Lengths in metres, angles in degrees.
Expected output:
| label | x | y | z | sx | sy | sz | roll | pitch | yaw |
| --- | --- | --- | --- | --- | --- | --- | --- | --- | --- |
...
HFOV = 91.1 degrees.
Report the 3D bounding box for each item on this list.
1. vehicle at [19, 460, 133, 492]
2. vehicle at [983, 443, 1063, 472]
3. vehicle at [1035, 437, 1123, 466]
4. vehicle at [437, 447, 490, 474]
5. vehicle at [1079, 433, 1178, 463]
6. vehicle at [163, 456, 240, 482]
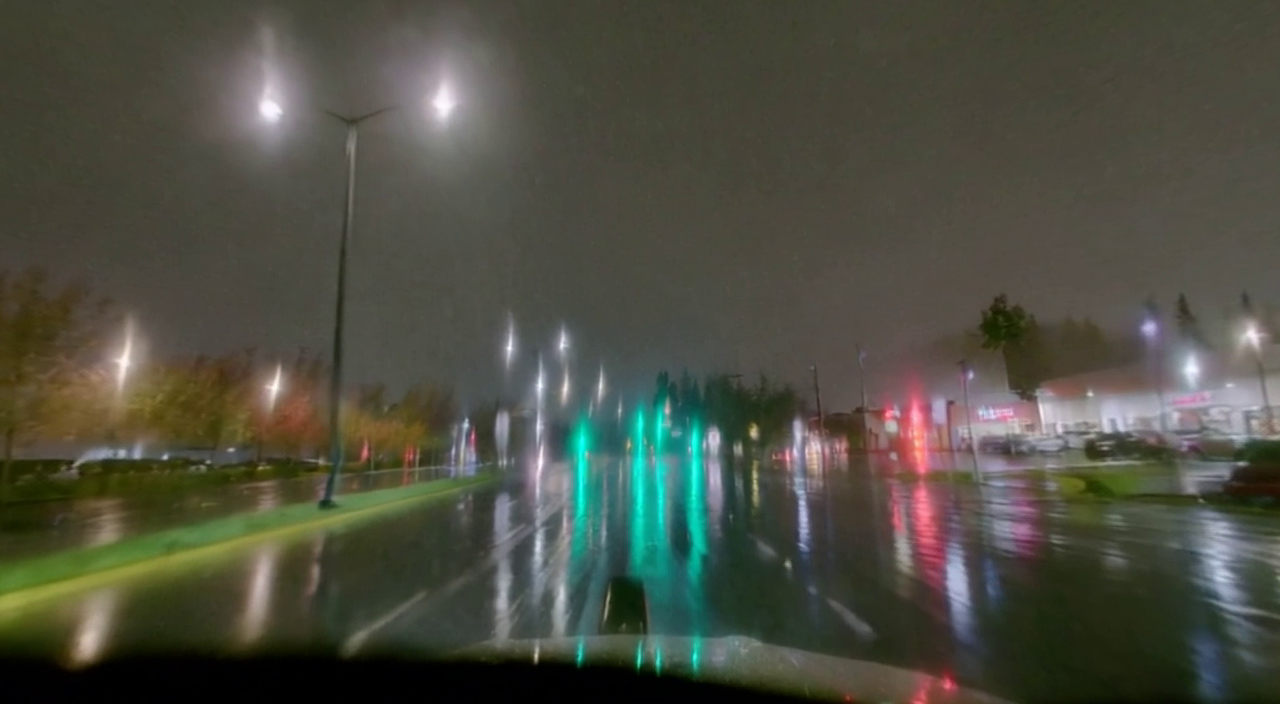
| label | x | y | z | sx | sy | sz | roll | pitch | yaw |
| --- | --- | --- | --- | --- | --- | --- | --- | --- | --- |
| vehicle | -30.707 | 6.753 | 34.399 | 4.400 | 1.524 | 1.849 | 6 | -11 | -37 |
| vehicle | 22.943 | 6.301 | 37.818 | 2.025 | 1.586 | 4.486 | -1 | -8 | 0 |
| vehicle | 25.833 | 5.874 | 37.141 | 1.908 | 1.617 | 4.452 | 0 | -9 | -2 |
| vehicle | -12.168 | 7.499 | 43.662 | 2.082 | 1.712 | 5.122 | 0 | -9 | 1 |
| vehicle | 28.392 | 5.629 | 36.717 | 1.898 | 1.609 | 4.864 | 0 | -9 | 0 |
| vehicle | -31.052 | 8.277 | 44.570 | 4.351 | 1.547 | 1.998 | 3 | -11 | -34 |
